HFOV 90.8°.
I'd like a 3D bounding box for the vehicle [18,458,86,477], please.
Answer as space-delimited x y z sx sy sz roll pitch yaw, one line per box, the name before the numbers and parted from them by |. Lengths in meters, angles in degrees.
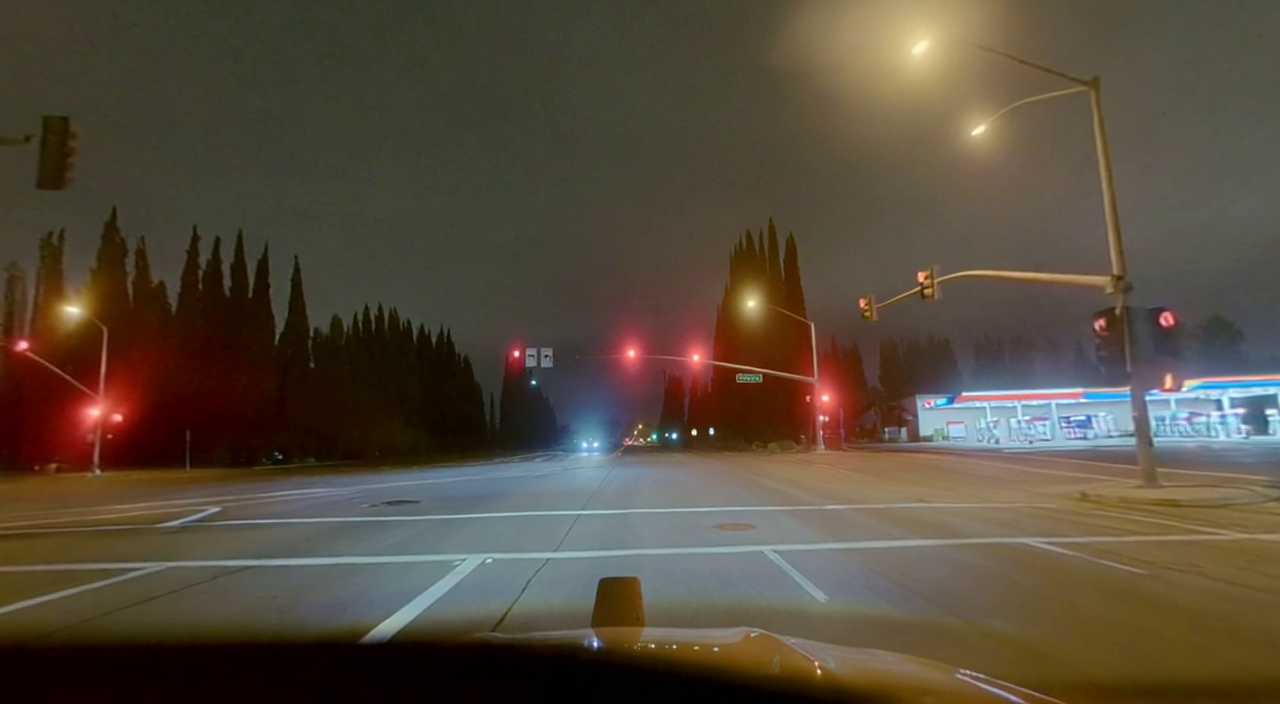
vehicle | -46.224 9.052 49.707 1.594 1.368 3.616 -7 -11 37
